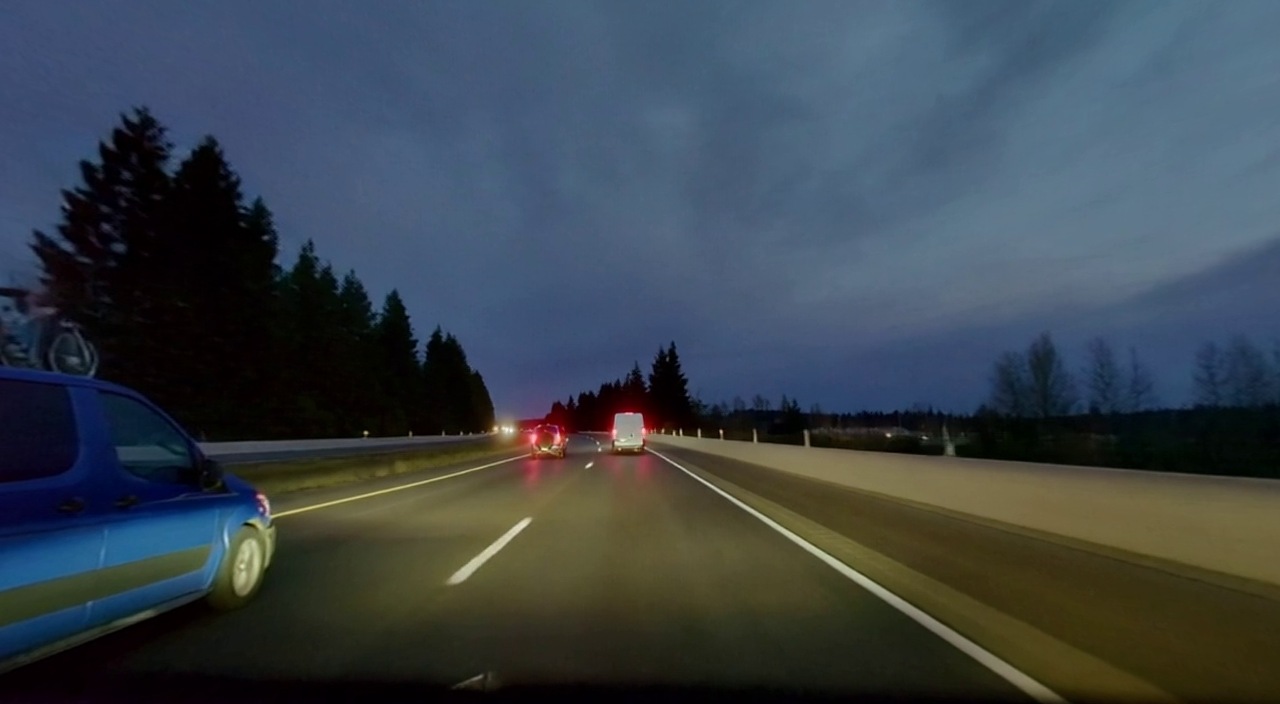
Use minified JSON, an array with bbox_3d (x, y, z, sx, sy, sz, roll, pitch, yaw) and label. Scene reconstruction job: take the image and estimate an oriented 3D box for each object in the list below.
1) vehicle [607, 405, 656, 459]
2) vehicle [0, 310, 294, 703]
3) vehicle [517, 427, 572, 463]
[{"bbox_3d":[-0.610,4.712,37.033,2.647,2.896,6.480,1,-8,-3],"label":"vehicle"},{"bbox_3d":[-3.645,0.682,2.349,2.069,1.751,4.720,0,-8,-1],"label":"vehicle"},{"bbox_3d":[-4.645,4.574,31.231,2.110,1.636,4.453,0,-8,-1],"label":"vehicle"}]
